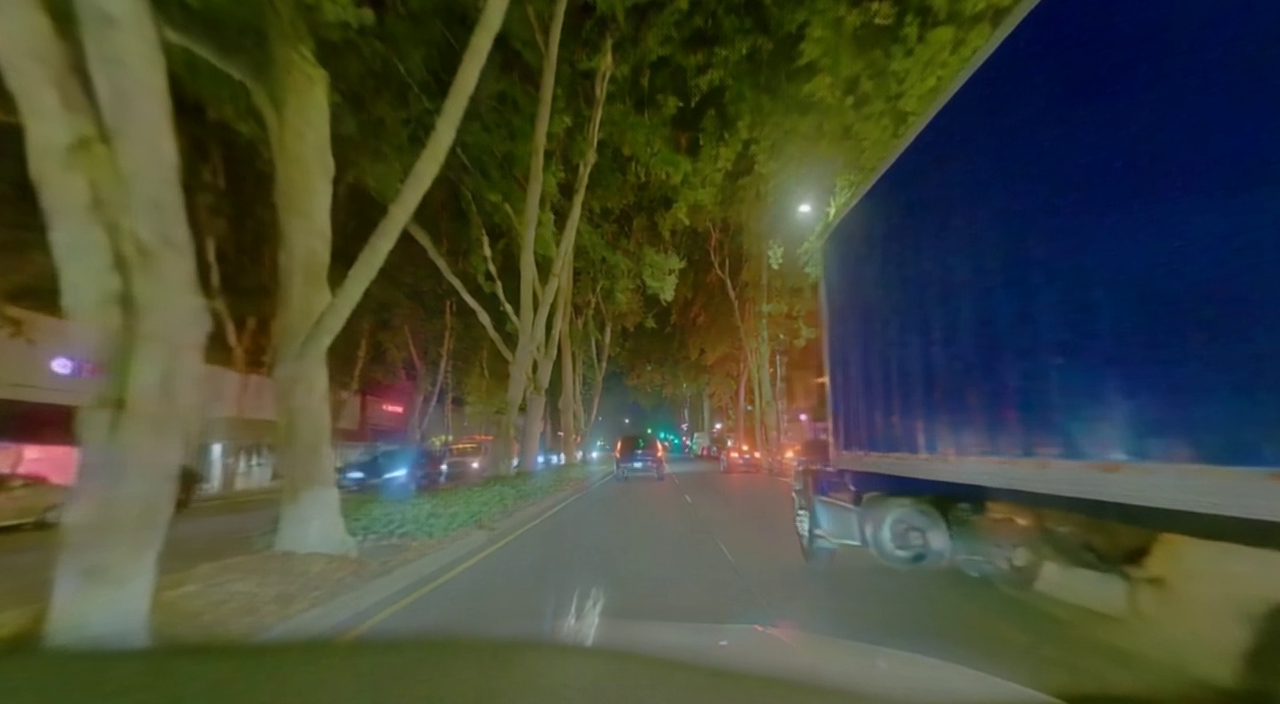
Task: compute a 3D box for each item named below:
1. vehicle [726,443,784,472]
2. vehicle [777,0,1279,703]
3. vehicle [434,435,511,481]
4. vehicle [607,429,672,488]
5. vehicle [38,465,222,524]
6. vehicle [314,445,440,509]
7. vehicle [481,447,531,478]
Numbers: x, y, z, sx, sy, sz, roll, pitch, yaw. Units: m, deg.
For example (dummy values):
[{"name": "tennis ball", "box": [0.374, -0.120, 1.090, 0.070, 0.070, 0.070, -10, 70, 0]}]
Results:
[{"name": "vehicle", "box": [7.204, 6.671, 40.099, 2.114, 1.697, 4.739, 1, -9, -9]}, {"name": "vehicle", "box": [3.745, 0.017, 4.154, 3.007, 4.206, 12.913, 0, -9, 1]}, {"name": "vehicle", "box": [-11.343, 7.273, 43.798, 2.894, 2.789, 8.218, -1, -9, 1]}, {"name": "vehicle", "box": [0.055, 4.096, 24.645, 2.293, 2.036, 4.853, -1, -9, 2]}, {"name": "vehicle", "box": [-16.015, 4.456, 20.289, 1.874, 1.506, 4.781, -1, -9, 1]}, {"name": "vehicle", "box": [-7.672, 3.648, 18.984, 1.937, 1.641, 4.575, 0, -9, -2]}, {"name": "vehicle", "box": [-7.936, 6.581, 37.910, 1.977, 1.669, 4.387, 0, -9, 1]}]
